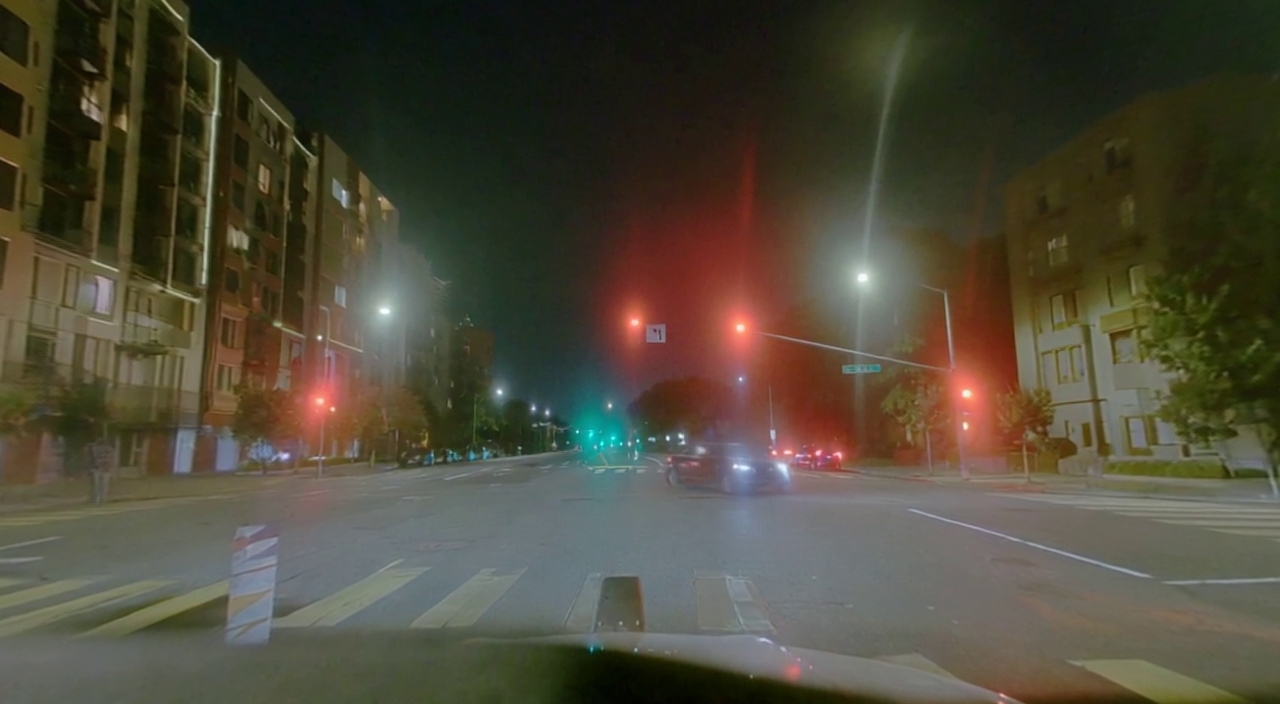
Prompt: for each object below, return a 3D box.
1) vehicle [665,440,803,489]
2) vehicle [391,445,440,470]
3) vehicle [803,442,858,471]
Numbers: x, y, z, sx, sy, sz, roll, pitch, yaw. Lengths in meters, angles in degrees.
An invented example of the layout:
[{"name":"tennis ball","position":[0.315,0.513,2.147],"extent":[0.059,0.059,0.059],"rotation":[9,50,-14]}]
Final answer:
[{"name":"vehicle","position":[3.041,3.754,21.490],"extent":[1.933,1.460,4.683],"rotation":[6,-10,-34]},{"name":"vehicle","position":[-16.480,7.776,46.668],"extent":[2.075,1.708,4.335],"rotation":[0,-8,-1]},{"name":"vehicle","position":[13.065,7.168,43.724],"extent":[2.181,1.876,4.723],"rotation":[0,-8,-2]}]
